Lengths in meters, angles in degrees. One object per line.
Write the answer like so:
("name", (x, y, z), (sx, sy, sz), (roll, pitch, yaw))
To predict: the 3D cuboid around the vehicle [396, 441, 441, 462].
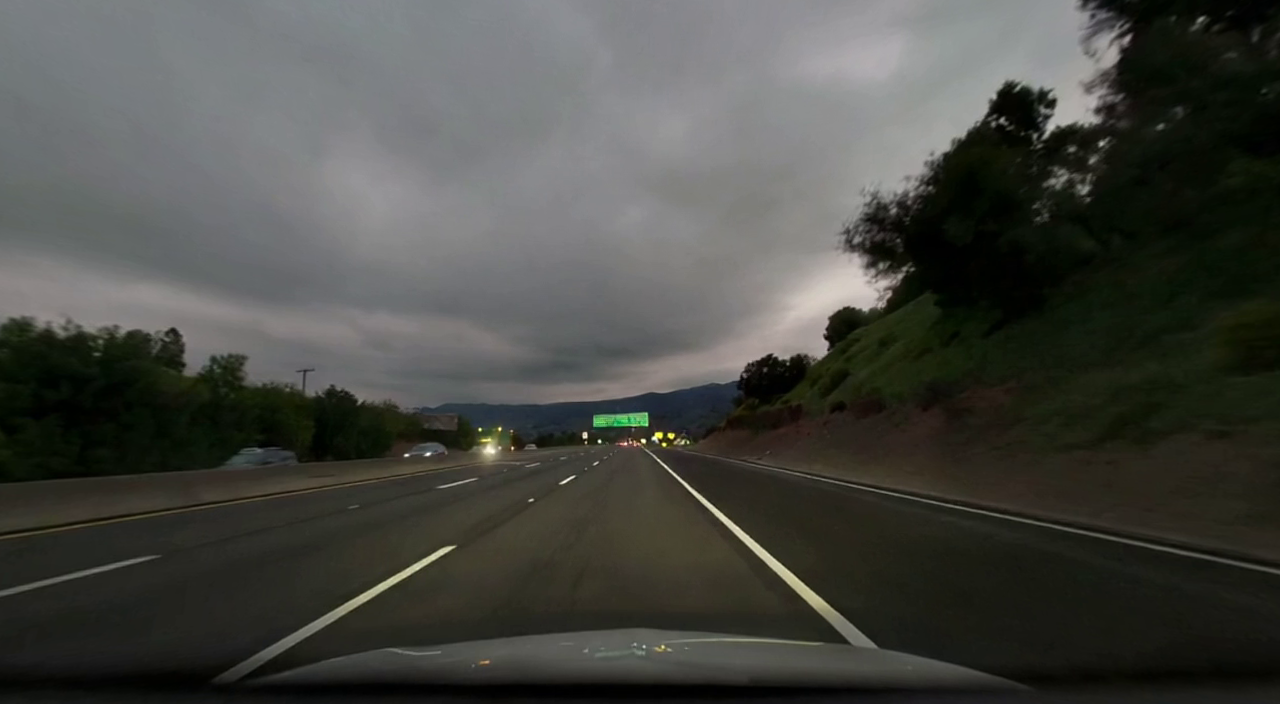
("vehicle", (-16.676, 7.489, 47.668), (1.788, 1.460, 4.368), (-1, -8, 0))
